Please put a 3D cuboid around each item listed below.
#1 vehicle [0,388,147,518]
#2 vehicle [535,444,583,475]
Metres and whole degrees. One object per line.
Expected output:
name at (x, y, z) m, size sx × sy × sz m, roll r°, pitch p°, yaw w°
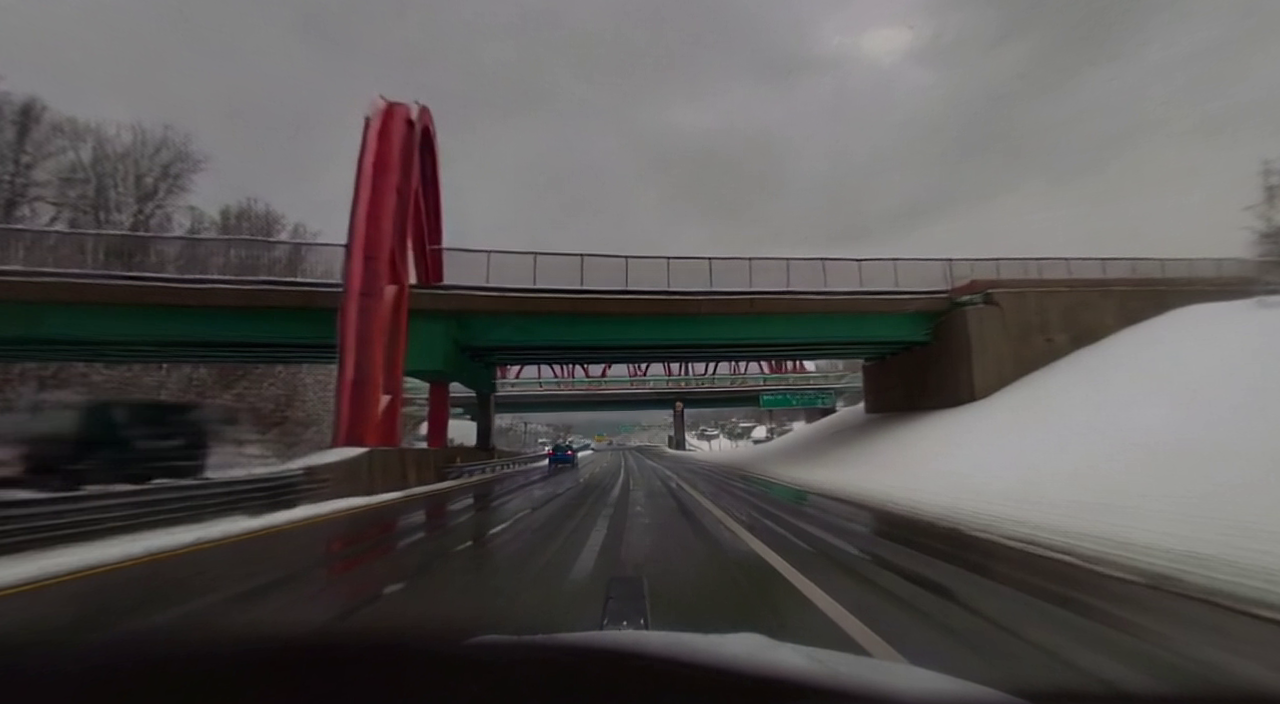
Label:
vehicle at (-12.649, 1.888, 11.670) m, size 2.373 × 2.306 × 5.492 m, roll 0°, pitch -9°, yaw 1°
vehicle at (-4.307, 5.761, 33.942) m, size 2.052 × 1.556 × 4.405 m, roll 0°, pitch -9°, yaw -1°
